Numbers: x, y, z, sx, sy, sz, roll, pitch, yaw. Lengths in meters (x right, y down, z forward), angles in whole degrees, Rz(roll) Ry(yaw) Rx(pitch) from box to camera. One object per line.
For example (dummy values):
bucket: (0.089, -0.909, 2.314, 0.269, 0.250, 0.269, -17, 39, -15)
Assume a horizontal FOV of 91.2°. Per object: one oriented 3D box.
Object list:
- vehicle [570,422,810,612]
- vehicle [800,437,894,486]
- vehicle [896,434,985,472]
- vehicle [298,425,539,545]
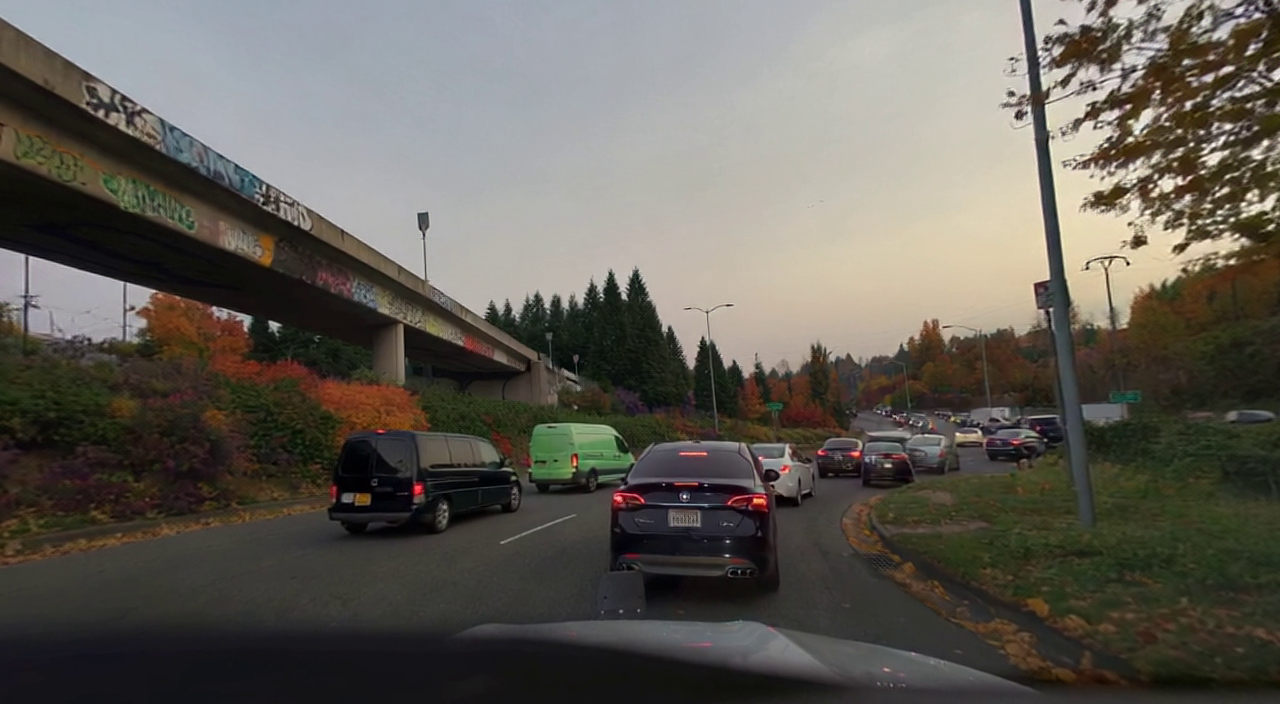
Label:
vehicle: (0.843, 1.663, 7.197, 2.064, 1.515, 3.722, -3, -9, 15)
vehicle: (6.940, 3.577, 20.746, 1.780, 1.446, 3.902, -7, -11, 35)
vehicle: (12.865, 4.287, 26.723, 3.934, 1.485, 1.763, 7, -11, -38)
vehicle: (-3.332, 2.087, 10.448, 1.921, 1.554, 4.081, -2, -9, 11)
